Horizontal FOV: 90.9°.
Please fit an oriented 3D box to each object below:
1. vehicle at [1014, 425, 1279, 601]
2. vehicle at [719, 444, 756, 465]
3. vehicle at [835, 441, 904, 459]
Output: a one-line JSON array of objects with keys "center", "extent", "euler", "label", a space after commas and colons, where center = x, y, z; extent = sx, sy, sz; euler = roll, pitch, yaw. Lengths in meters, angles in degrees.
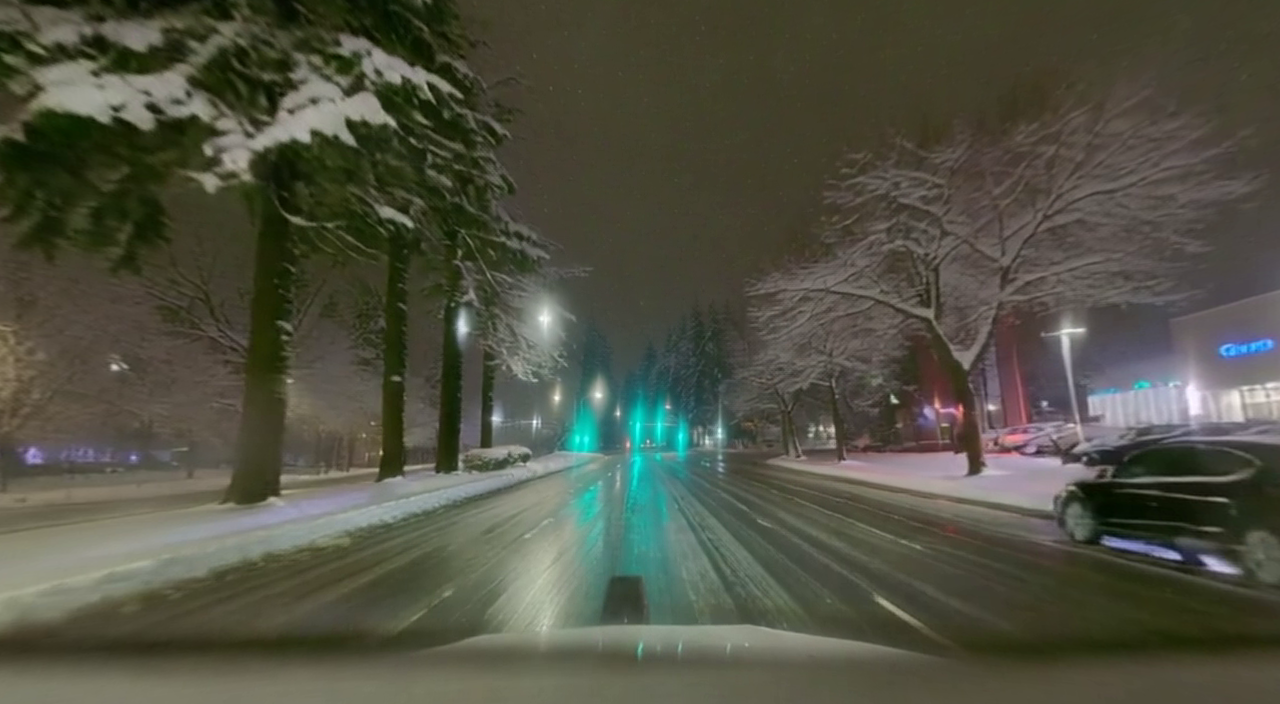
[{"center": [6.970, 1.718, 7.444], "extent": [2.122, 1.602, 4.928], "euler": [0, -8, 1], "label": "vehicle"}, {"center": [7.284, 7.661, 47.328], "extent": [2.054, 1.530, 4.478], "euler": [0, -8, 0], "label": "vehicle"}, {"center": [16.703, 7.157, 45.966], "extent": [4.272, 1.227, 1.926], "euler": [-1, -8, 0], "label": "vehicle"}]
